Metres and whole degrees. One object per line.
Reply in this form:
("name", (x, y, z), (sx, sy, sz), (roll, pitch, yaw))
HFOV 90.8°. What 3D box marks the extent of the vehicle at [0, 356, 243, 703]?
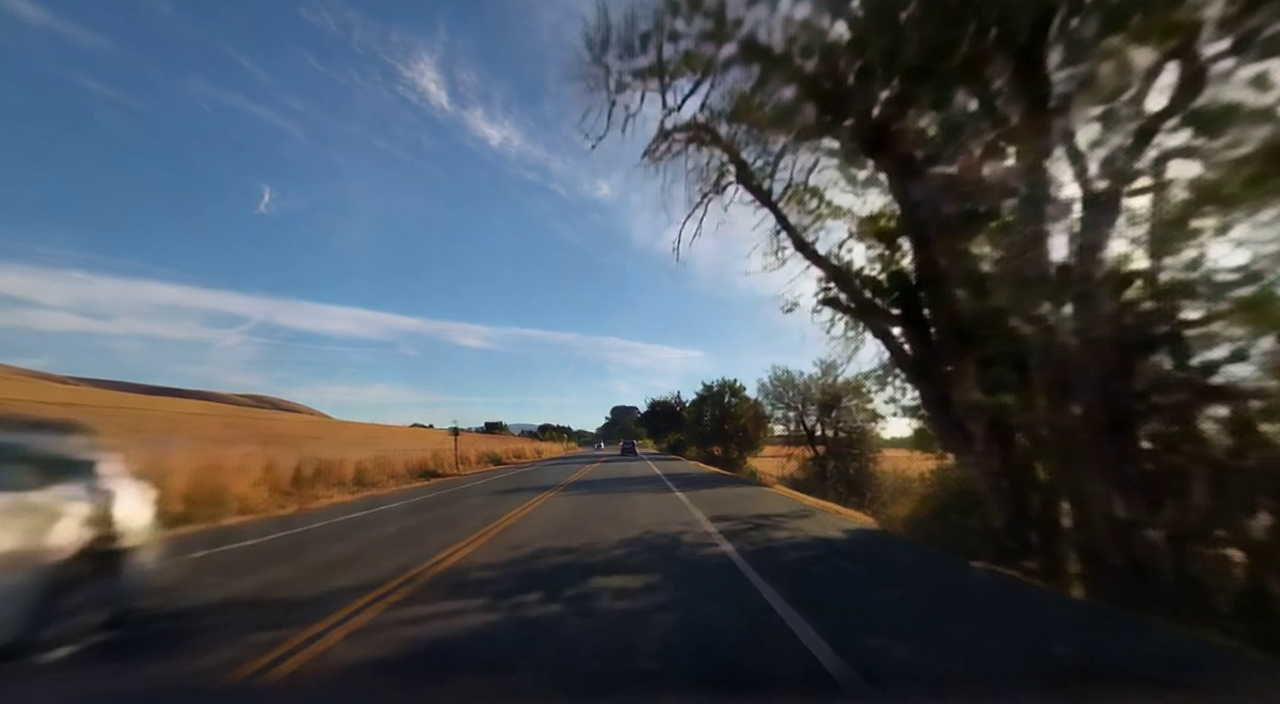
("vehicle", (-4.501, 0.878, 2.615), (2.695, 1.840, 4.689), (0, -9, -1))
